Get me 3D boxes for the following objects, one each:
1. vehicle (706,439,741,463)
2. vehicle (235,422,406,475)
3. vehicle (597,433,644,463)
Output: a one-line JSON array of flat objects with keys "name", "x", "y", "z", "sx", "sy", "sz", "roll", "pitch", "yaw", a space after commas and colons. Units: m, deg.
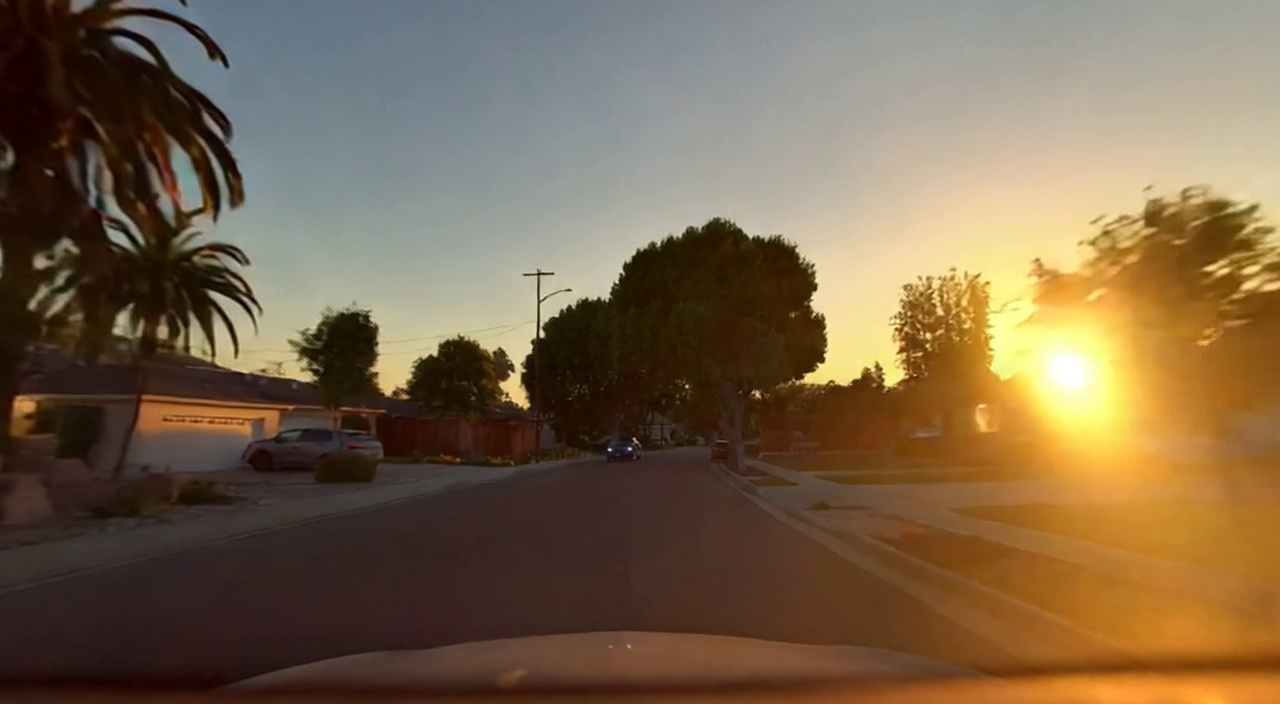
[{"name": "vehicle", "x": 6.166, "y": 7.355, "z": 47.229, "sx": 2.051, "sy": 1.676, "sz": 4.497, "roll": 0, "pitch": -8, "yaw": 1}, {"name": "vehicle", "x": -12.450, "y": 3.791, "z": 24.926, "sx": 5.497, "sy": 1.983, "sz": 2.191, "roll": 0, "pitch": -8, "yaw": 1}, {"name": "vehicle", "x": -1.321, "y": 7.125, "z": 47.036, "sx": 2.274, "sy": 2.008, "sz": 6.986, "roll": -1, "pitch": -8, "yaw": 9}]
